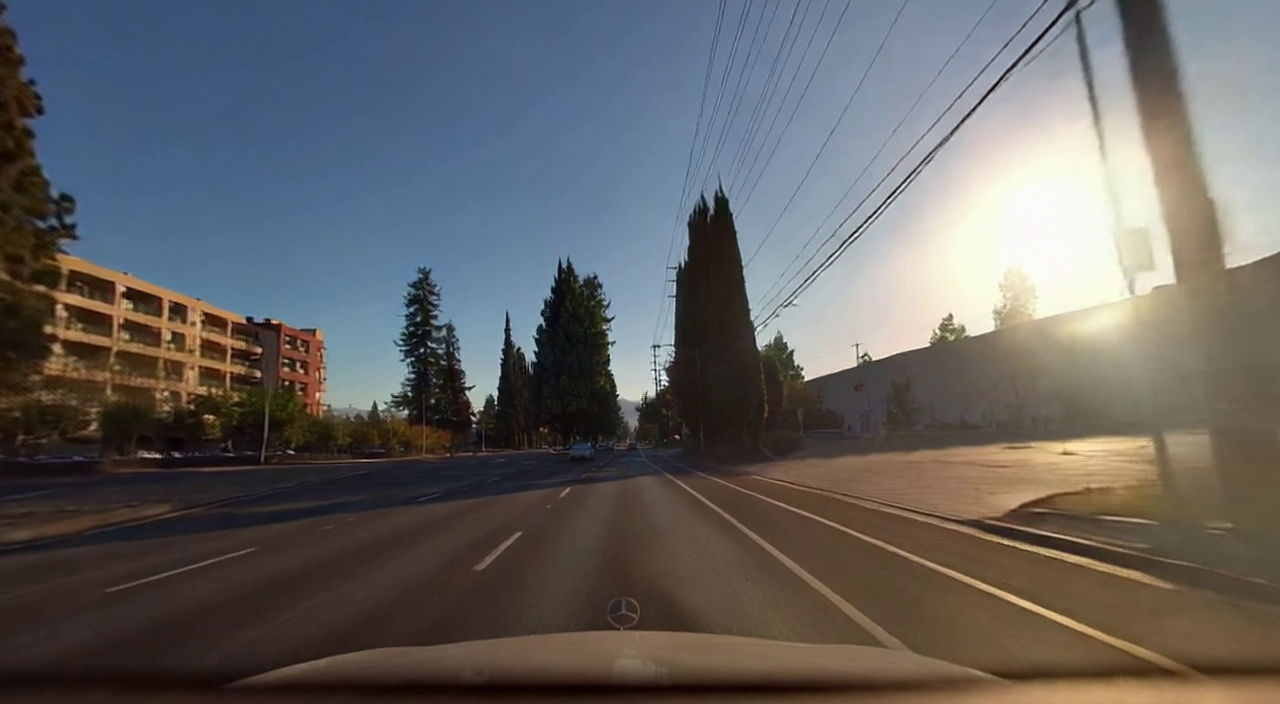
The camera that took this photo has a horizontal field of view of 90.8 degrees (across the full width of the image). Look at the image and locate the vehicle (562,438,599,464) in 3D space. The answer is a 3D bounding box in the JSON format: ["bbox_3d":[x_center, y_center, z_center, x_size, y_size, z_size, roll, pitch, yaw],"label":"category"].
[{"bbox_3d":[-3.918,6.627,42.318,2.121,1.654,3.993,0,-8,-1],"label":"vehicle"}]
